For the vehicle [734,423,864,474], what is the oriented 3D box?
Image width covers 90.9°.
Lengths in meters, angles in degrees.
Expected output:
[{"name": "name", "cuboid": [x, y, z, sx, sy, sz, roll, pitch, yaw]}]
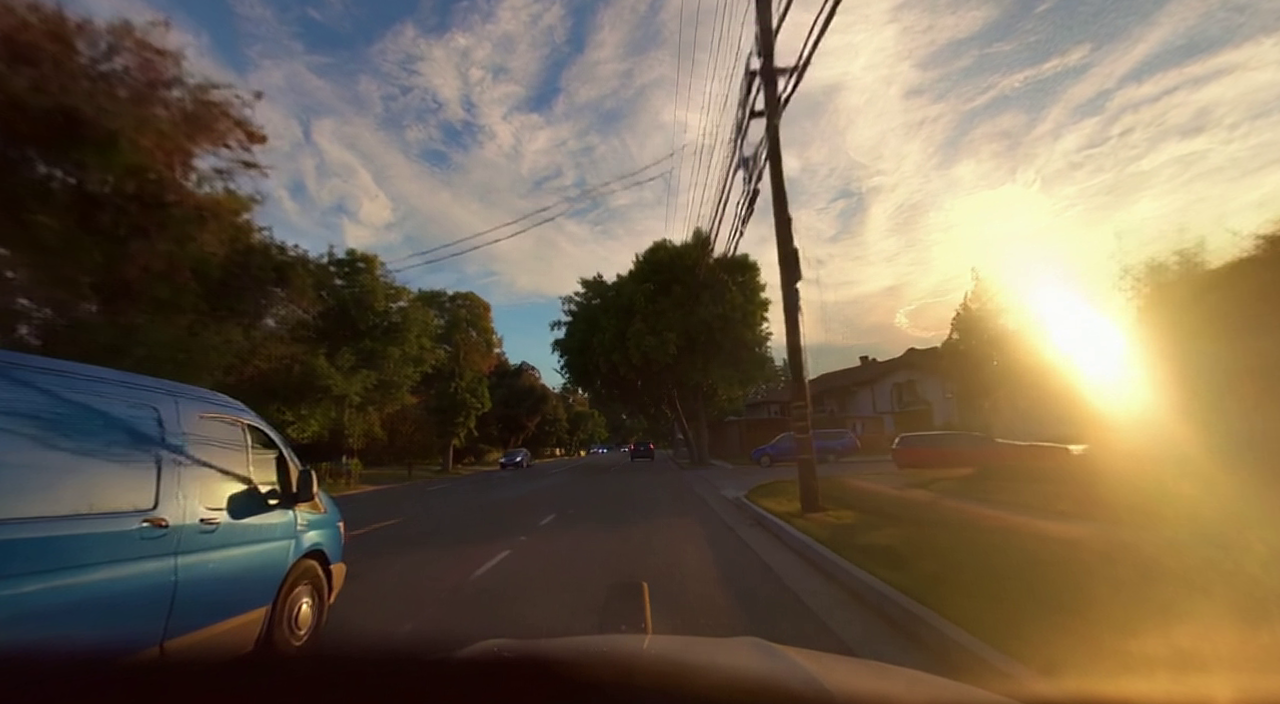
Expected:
[{"name": "vehicle", "cuboid": [6.769, 4.124, 27.010, 5.012, 1.711, 2.457, -7, -8, 15]}]

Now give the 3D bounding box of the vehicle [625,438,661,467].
[{"name": "vehicle", "cuboid": [0.185, 6.234, 39.262, 2.120, 1.718, 3.909, 0, -8, 1]}]

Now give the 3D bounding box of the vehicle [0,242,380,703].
[{"name": "vehicle", "cuboid": [-3.510, 0.724, 2.553, 2.336, 2.152, 5.866, 0, -8, 1]}]

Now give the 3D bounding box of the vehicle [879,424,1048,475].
[{"name": "vehicle", "cuboid": [10.177, 3.099, 20.099, 4.295, 1.505, 1.918, 0, -8, 1]}]

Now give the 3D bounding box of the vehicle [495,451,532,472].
[{"name": "vehicle", "cuboid": [-9.380, 8.113, 47.004, 1.844, 1.454, 4.288, 0, -8, 1]}]
